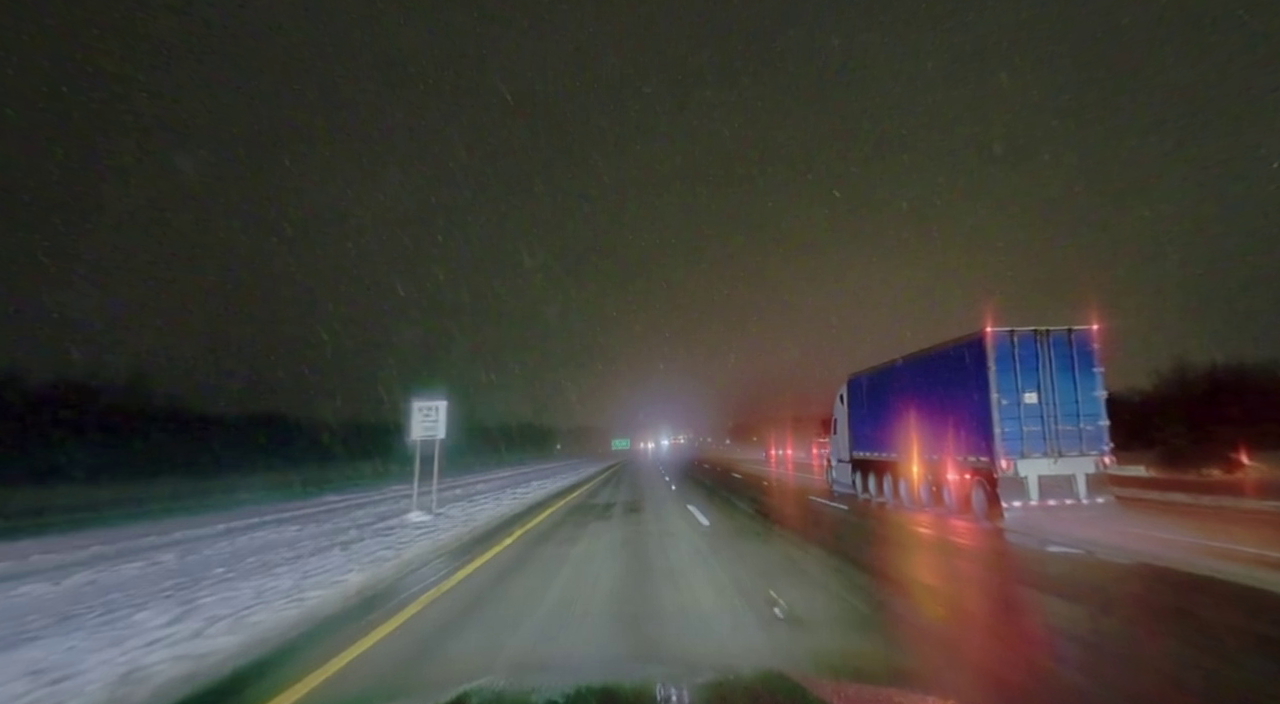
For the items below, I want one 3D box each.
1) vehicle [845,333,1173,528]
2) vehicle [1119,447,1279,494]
[{"bbox_3d":[7.249,1.839,14.116,2.690,3.197,7.515,0,-9,0],"label":"vehicle"},{"bbox_3d":[19.200,4.050,21.899,1.785,1.437,4.102,0,-9,-1],"label":"vehicle"}]
